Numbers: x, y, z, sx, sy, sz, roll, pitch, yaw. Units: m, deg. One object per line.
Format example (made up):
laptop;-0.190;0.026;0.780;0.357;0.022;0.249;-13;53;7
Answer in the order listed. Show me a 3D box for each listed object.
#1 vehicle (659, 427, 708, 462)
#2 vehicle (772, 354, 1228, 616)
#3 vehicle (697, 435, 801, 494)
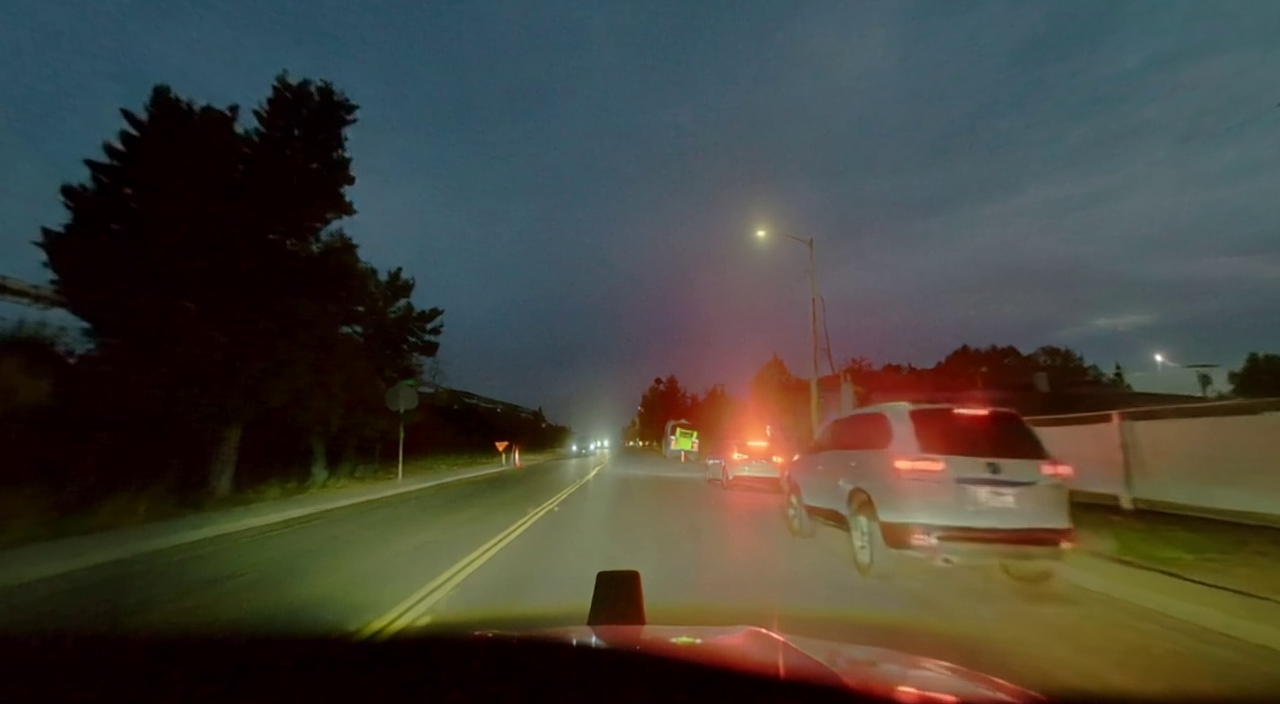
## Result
vehicle;2.802;6.203;42.235;2.759;2.114;6.152;0;-9;0
vehicle;3.200;1.351;7.248;2.293;1.957;4.934;0;-9;0
vehicle;3.022;3.242;18.628;2.006;1.482;4.722;0;-9;-3
